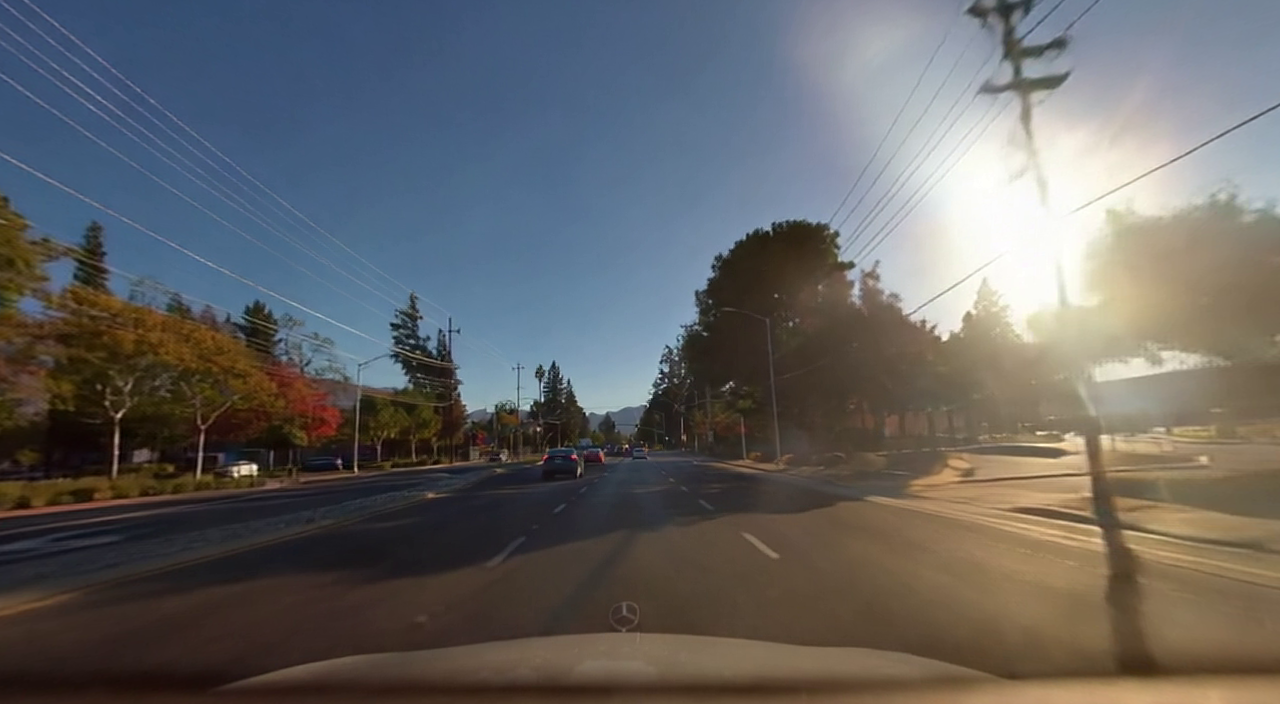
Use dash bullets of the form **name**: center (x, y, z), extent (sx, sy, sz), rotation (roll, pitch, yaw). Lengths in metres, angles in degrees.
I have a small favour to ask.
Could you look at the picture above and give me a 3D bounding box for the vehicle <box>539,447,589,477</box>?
- **vehicle**: center (-3.853, 5.668, 32.630), extent (2.076, 1.444, 4.328), rotation (0, -9, -1)
